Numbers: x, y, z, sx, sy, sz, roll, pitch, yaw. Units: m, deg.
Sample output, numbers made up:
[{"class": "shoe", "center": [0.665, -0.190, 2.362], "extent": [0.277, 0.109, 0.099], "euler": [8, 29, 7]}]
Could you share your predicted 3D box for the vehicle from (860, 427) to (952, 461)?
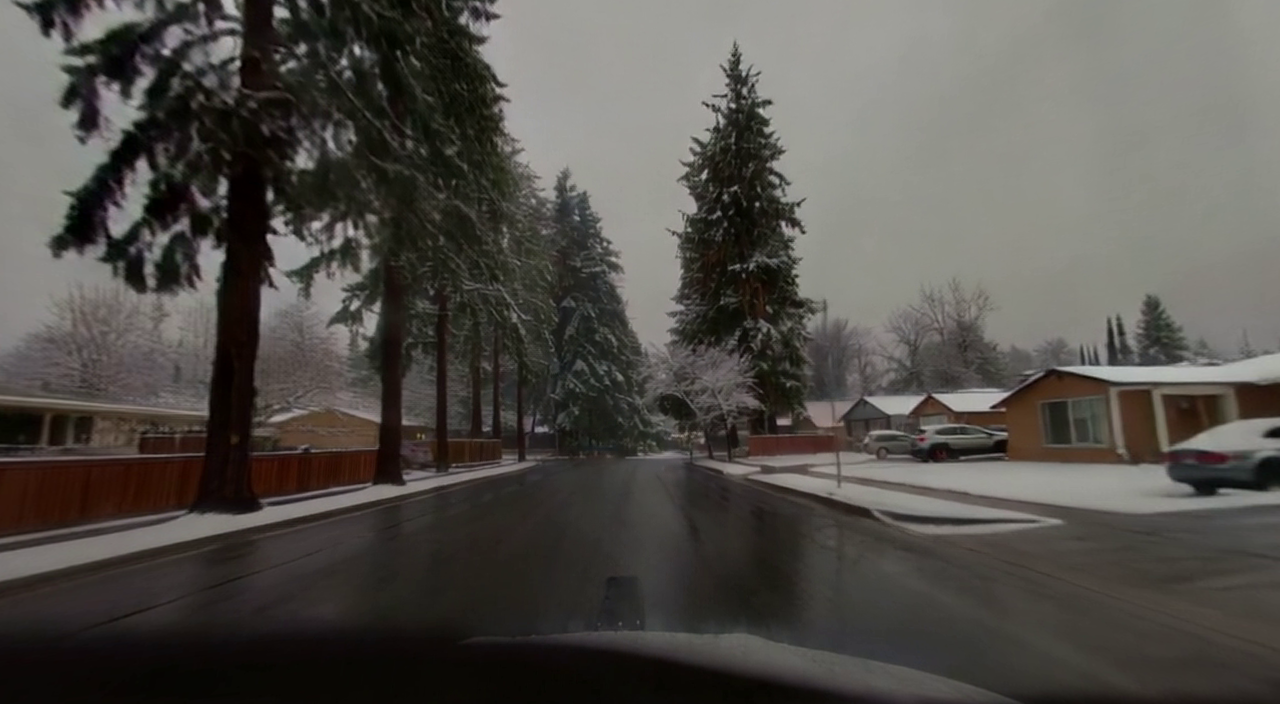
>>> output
[{"class": "vehicle", "center": [12.978, 4.544, 31.063], "extent": [3.780, 1.601, 2.025], "euler": [-2, -9, 13]}]

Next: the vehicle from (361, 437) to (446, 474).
[{"class": "vehicle", "center": [-12.680, 5.497, 33.774], "extent": [4.656, 1.835, 2.039], "euler": [-7, -11, 37]}]

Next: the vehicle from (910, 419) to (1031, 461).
[{"class": "vehicle", "center": [14.285, 3.866, 27.599], "extent": [4.261, 1.725, 1.955], "euler": [-2, -9, 16]}]

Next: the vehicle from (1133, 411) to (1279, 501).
[{"class": "vehicle", "center": [11.756, 1.819, 11.211], "extent": [4.415, 1.457, 1.797], "euler": [0, -9, 2]}]
